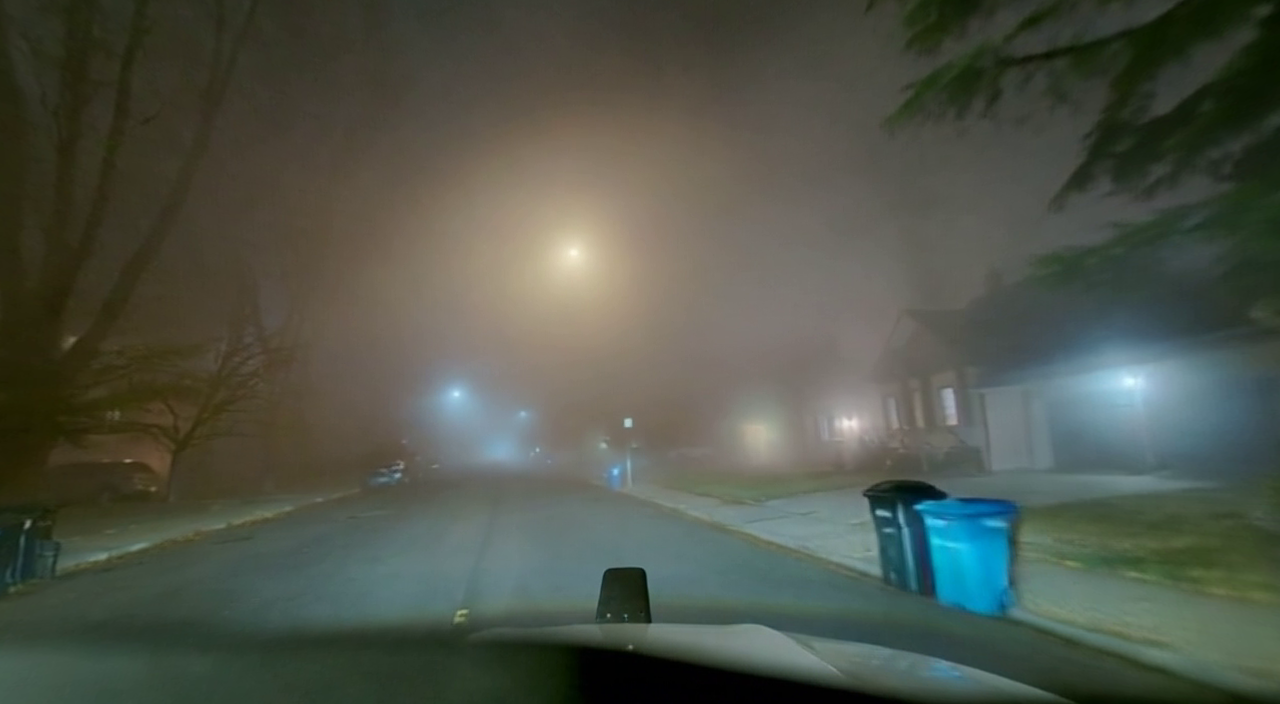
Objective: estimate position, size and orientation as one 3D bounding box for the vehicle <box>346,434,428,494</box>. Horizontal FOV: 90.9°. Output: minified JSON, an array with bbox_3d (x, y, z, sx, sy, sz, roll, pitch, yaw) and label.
[{"bbox_3d":[-11.662,5.130,29.551,2.223,2.115,5.707,7,-6,-10],"label":"vehicle"}]

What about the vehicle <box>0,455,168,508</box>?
[{"bbox_3d":[-19.008,4.323,21.104,4.617,1.491,1.953,-1,-10,-10],"label":"vehicle"}]

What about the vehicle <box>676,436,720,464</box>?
[{"bbox_3d":[4.177,7.151,46.341,1.936,1.687,4.714,-3,-6,-11],"label":"vehicle"}]

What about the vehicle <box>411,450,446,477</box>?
[{"bbox_3d":[-15.551,8.198,46.482,1.945,1.530,4.430,-3,-6,-13],"label":"vehicle"}]
